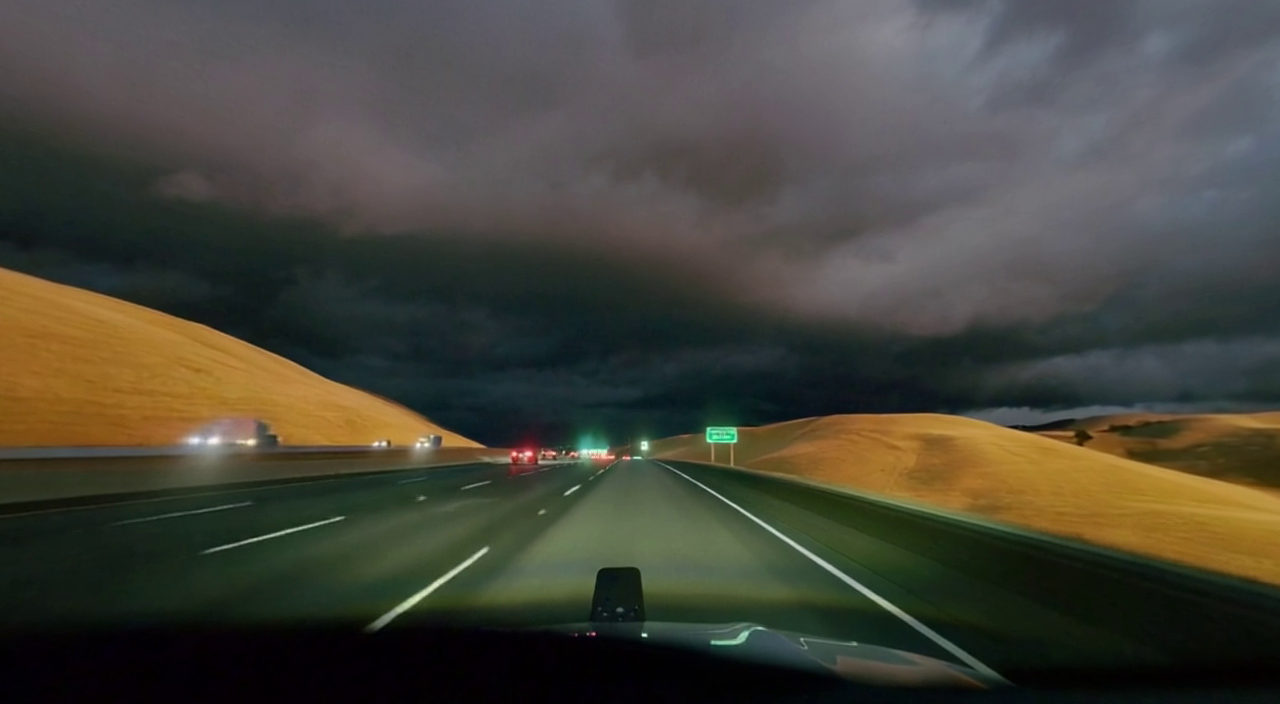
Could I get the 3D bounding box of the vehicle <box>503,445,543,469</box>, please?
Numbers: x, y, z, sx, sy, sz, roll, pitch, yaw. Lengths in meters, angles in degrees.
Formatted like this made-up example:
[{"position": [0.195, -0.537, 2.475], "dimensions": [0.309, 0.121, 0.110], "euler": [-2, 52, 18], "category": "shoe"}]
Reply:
[{"position": [-8.239, 7.432, 44.753], "dimensions": [2.045, 1.624, 4.338], "euler": [0, -9, -1], "category": "vehicle"}]
